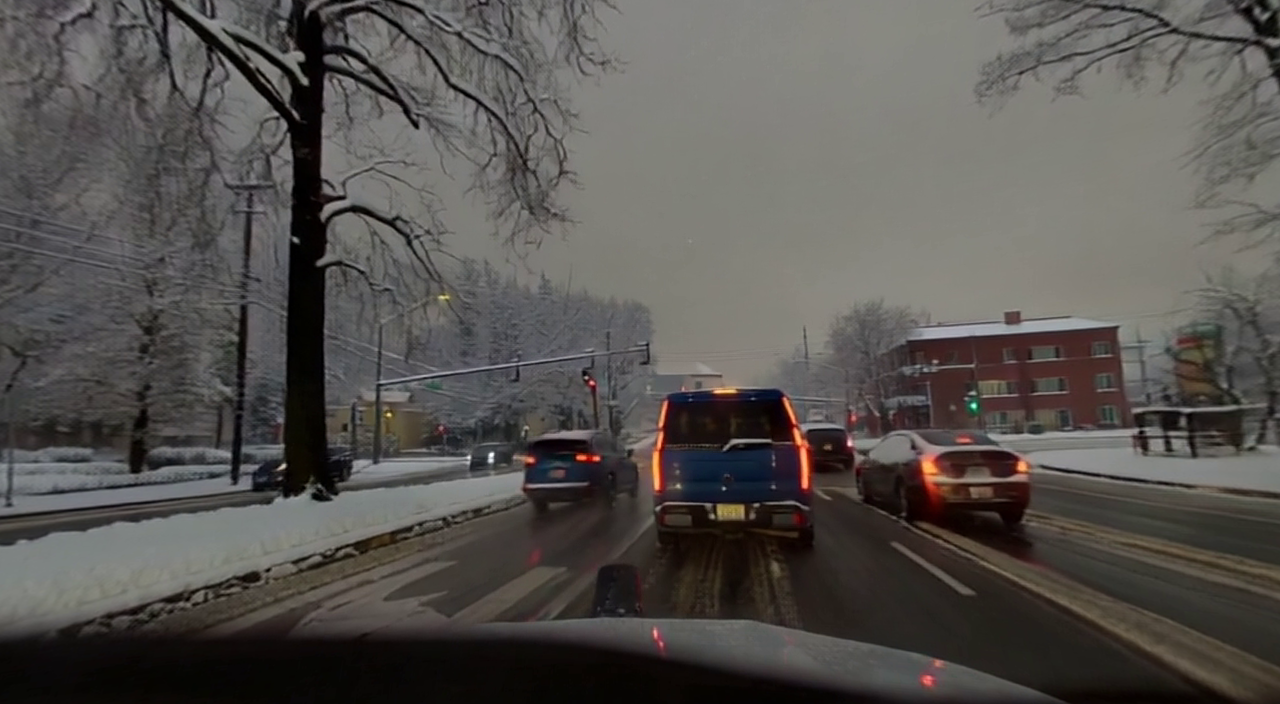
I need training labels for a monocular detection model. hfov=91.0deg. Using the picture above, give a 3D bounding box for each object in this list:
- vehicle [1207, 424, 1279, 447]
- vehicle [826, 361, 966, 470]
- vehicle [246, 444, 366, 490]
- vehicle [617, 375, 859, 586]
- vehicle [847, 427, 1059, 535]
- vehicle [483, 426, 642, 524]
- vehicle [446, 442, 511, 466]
[{"bbox_3d":[40.316,5.573,41.777,1.840,1.457,4.080,-1,-9,8],"label":"vehicle"},{"bbox_3d":[10.513,2.939,27.153,2.965,3.900,9.064,-1,-9,6],"label":"vehicle"},{"bbox_3d":[-13.678,4.709,26.134,2.018,1.715,4.451,-2,-9,10],"label":"vehicle"},{"bbox_3d":[1.195,1.505,8.099,2.188,1.892,4.488,-1,-9,8],"label":"vehicle"},{"bbox_3d":[4.977,2.077,10.739,1.862,1.451,4.083,-1,-9,6],"label":"vehicle"},{"bbox_3d":[-1.235,2.262,12.076,2.010,1.515,4.152,-1,-9,8],"label":"vehicle"},{"bbox_3d":[-10.918,6.942,42.988,2.005,1.489,4.650,-3,-9,19],"label":"vehicle"}]
